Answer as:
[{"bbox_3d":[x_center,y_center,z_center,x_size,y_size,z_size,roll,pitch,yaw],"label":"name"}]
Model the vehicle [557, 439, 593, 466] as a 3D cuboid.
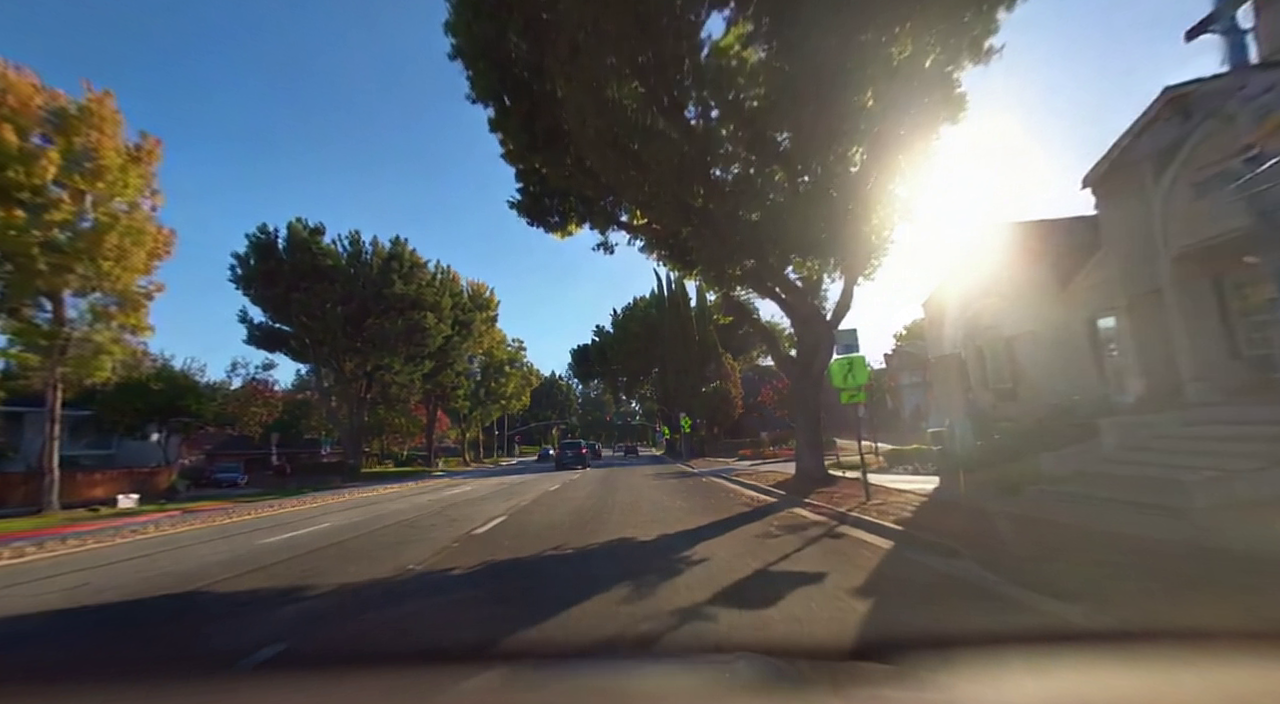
[{"bbox_3d":[-4.486,6.985,44.172,2.065,1.714,4.272,0,-8,0],"label":"vehicle"}]
